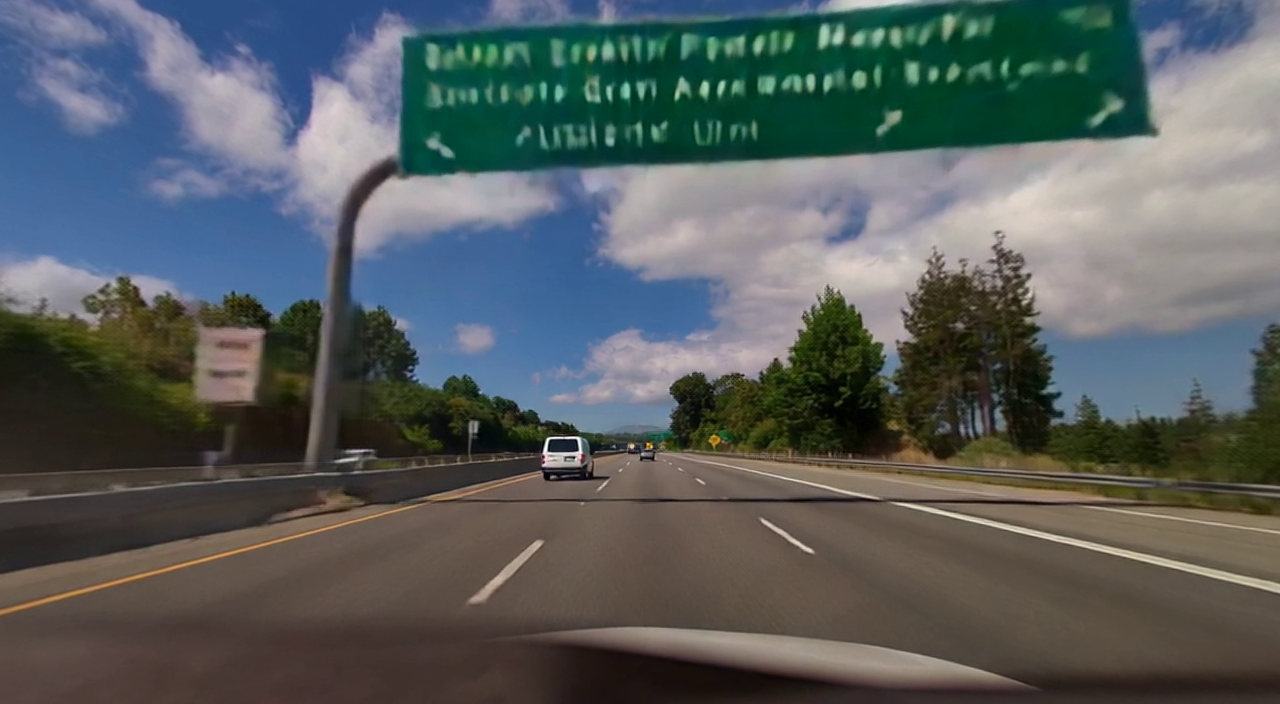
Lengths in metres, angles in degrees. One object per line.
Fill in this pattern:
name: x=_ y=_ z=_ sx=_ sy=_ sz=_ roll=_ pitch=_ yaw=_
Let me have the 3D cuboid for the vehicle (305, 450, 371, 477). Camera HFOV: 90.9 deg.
vehicle: x=-18.488 y=6.808 z=38.780 sx=2.010 sy=1.535 sz=3.964 roll=0 pitch=-9 yaw=1

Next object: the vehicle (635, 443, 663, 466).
vehicle: x=0.656 y=8.044 z=49.501 sx=2.067 sy=1.690 sz=3.901 roll=0 pitch=-9 yaw=-1

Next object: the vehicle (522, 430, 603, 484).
vehicle: x=-3.015 y=4.306 z=26.000 sx=2.572 sy=1.927 sz=5.803 roll=0 pitch=-9 yaw=0
